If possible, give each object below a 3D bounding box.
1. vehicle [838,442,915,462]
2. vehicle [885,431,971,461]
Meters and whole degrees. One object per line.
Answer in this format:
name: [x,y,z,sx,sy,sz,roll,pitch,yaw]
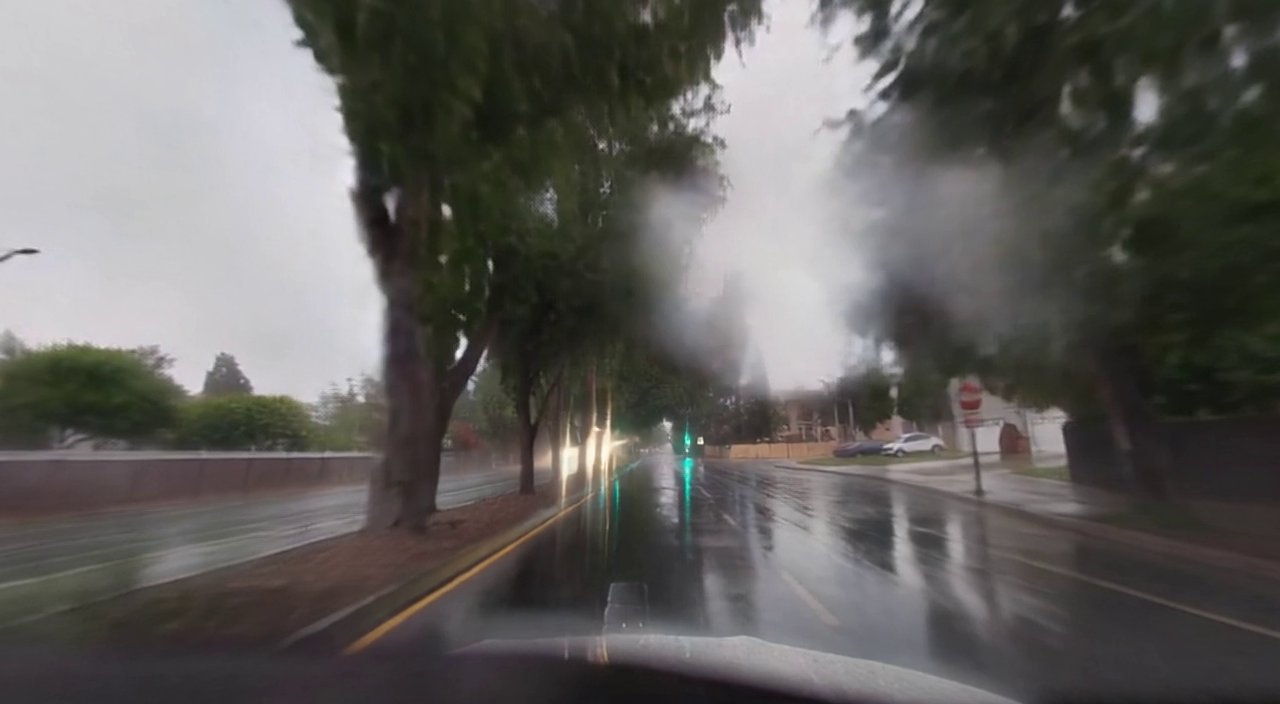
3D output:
vehicle: [18.361,7.754,48.852,5.126,1.469,2.009,0,-8,0]
vehicle: [18.732,6.130,40.962,4.611,1.920,2.043,0,-8,-2]
